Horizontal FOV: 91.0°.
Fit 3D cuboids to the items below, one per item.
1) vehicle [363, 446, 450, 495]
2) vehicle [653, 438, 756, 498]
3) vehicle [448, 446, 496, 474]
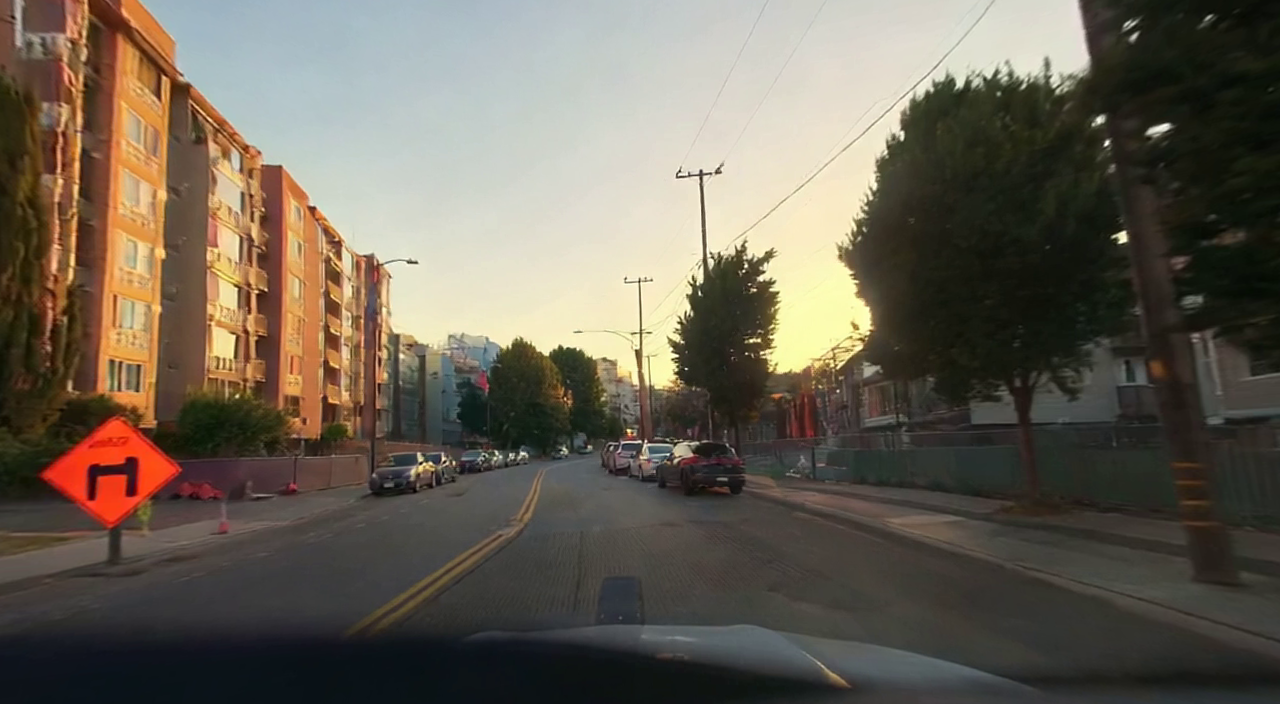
[{"bbox_3d":[-8.937,4.616,24.552,1.996,1.578,4.806,-3,-11,-5],"label":"vehicle"},{"bbox_3d":[1.795,3.478,19.347,1.976,1.588,4.968,1,-9,-8],"label":"vehicle"},{"bbox_3d":[-11.860,7.639,44.863,2.194,1.861,5.725,1,-9,-4],"label":"vehicle"}]
